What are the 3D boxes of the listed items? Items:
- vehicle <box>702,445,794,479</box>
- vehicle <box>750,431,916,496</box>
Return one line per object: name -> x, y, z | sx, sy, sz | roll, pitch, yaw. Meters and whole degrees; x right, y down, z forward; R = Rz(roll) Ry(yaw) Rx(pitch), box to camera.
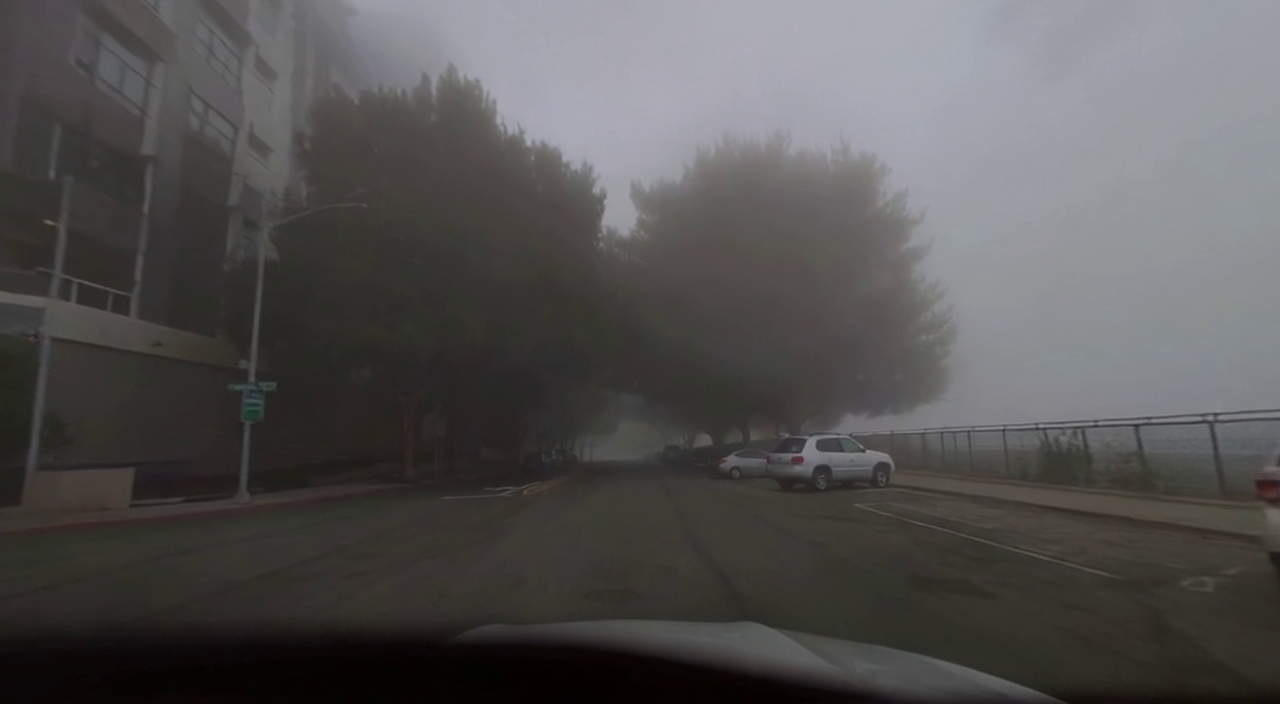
vehicle -> 5.054, 5.098, 29.481 | 3.752, 1.494, 2.083 | 6, -10, -30
vehicle -> 6.435, 3.614, 20.993 | 5.061, 1.829, 2.274 | 3, -9, -29
